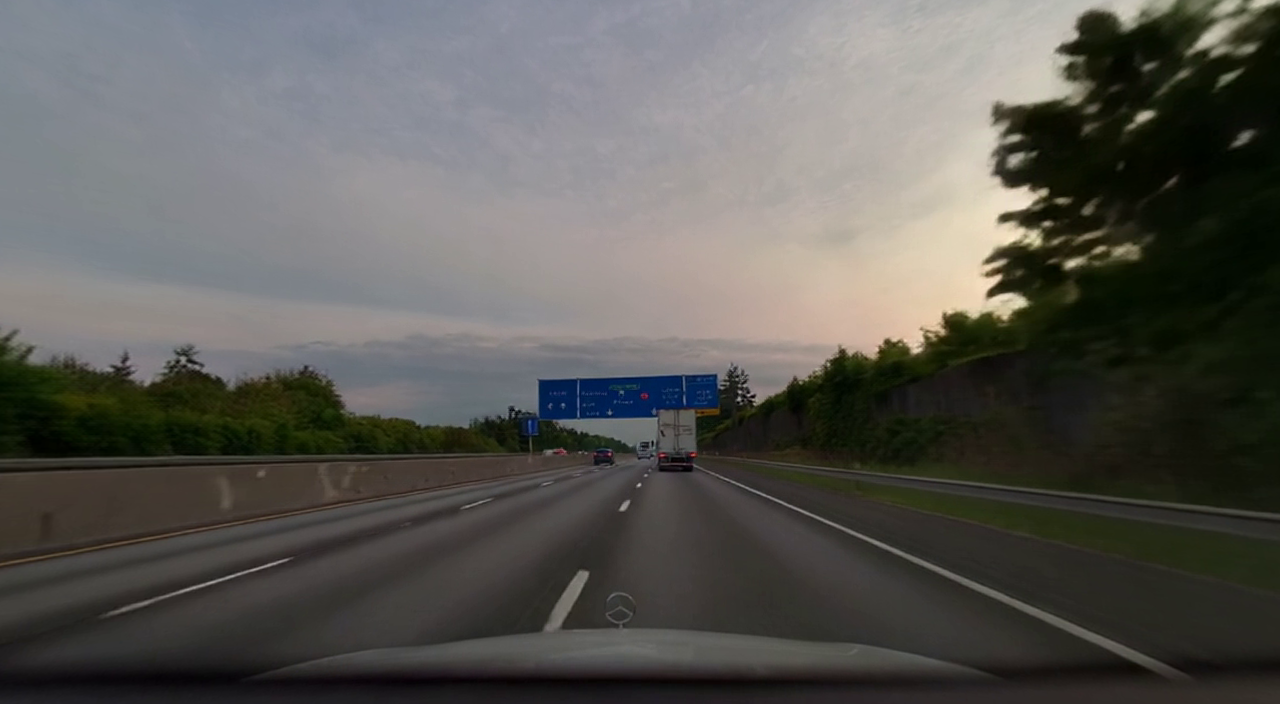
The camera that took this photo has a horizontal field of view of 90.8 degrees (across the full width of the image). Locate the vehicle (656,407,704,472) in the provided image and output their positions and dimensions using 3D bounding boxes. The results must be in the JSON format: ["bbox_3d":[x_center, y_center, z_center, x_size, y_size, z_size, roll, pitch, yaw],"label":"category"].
[{"bbox_3d":[2.713,6.577,46.555,2.901,4.032,14.338,0,-9,2],"label":"vehicle"}]
